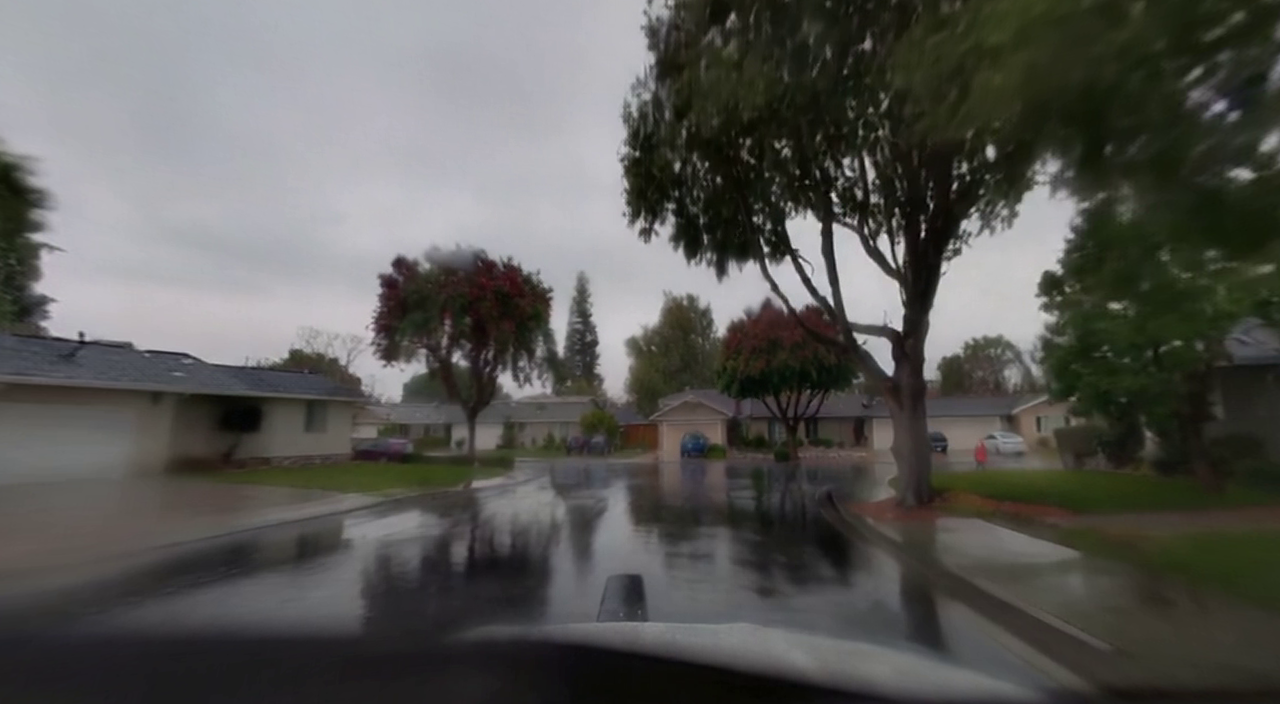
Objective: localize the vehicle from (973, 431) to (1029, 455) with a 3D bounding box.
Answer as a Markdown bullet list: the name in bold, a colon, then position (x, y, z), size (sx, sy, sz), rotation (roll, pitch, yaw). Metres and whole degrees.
- **vehicle**: position (24.127, 6.095, 42.354), size (1.873, 1.556, 4.216), rotation (-1, -8, 10)

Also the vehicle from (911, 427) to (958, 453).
- **vehicle**: position (20.520, 6.175, 44.198), size (1.937, 1.731, 4.179), rotation (-2, -8, 11)

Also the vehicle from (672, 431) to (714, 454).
- **vehicle**: position (4.079, 6.815, 47.668), size (1.942, 1.651, 4.655), rotation (-3, -9, 21)
